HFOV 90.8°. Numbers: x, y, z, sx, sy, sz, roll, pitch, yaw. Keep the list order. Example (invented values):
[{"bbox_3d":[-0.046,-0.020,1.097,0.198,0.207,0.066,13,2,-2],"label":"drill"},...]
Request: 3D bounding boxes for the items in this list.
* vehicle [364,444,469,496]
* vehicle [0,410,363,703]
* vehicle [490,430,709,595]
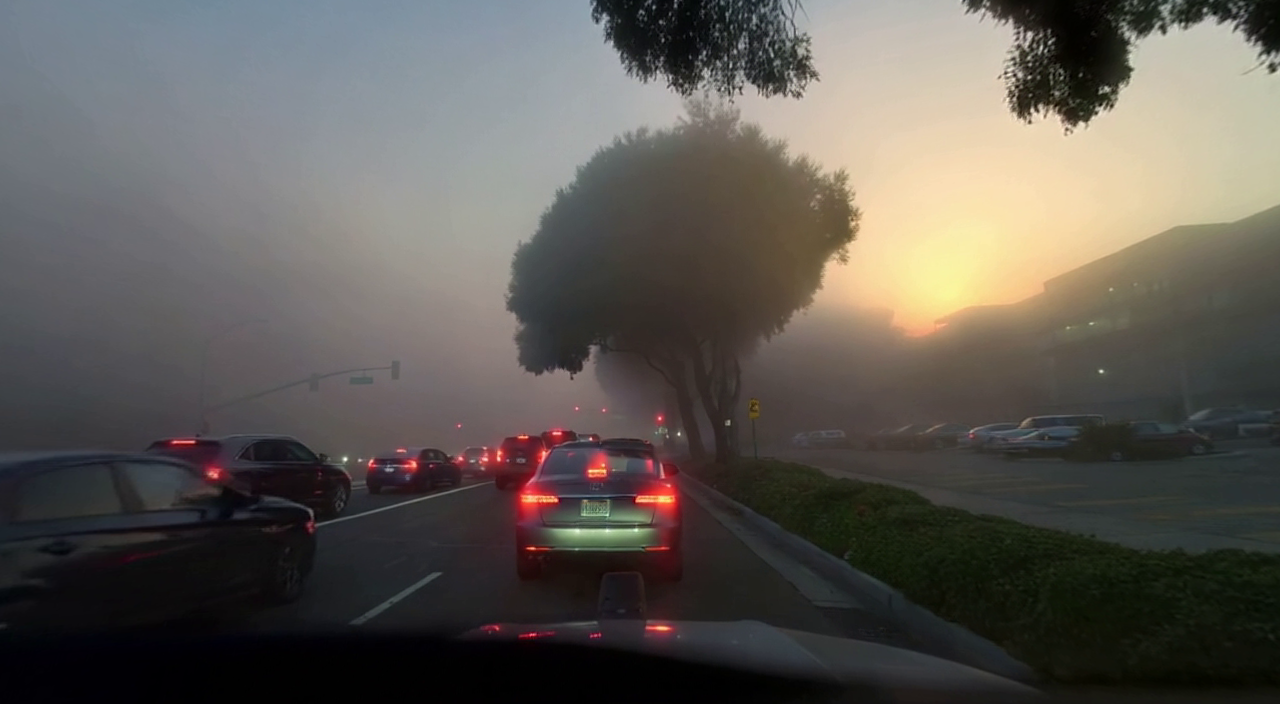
[{"bbox_3d":[-7.346,3.890,21.268,1.851,1.532,4.279,0,-9,1],"label":"vehicle"},{"bbox_3d":[-3.984,1.264,4.467,1.913,1.521,4.539,0,-9,1],"label":"vehicle"},{"bbox_3d":[-0.394,1.819,8.014,2.066,1.544,3.954,0,-9,0],"label":"vehicle"}]
